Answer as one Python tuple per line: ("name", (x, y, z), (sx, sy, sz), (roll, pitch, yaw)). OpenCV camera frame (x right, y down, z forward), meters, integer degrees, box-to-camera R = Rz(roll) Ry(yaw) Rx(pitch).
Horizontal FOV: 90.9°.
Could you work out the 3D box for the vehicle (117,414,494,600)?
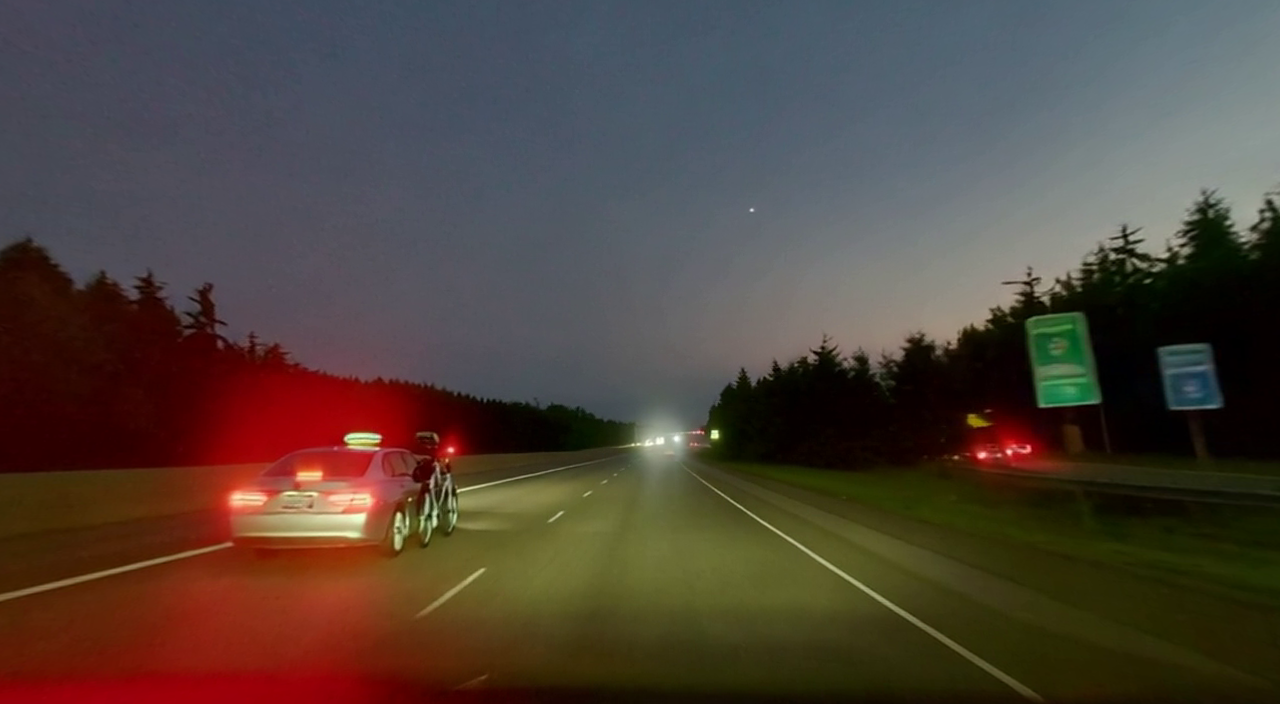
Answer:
("vehicle", (-3.336, 1.650, 7.561), (2.108, 1.557, 4.344), (0, -9, 0))
